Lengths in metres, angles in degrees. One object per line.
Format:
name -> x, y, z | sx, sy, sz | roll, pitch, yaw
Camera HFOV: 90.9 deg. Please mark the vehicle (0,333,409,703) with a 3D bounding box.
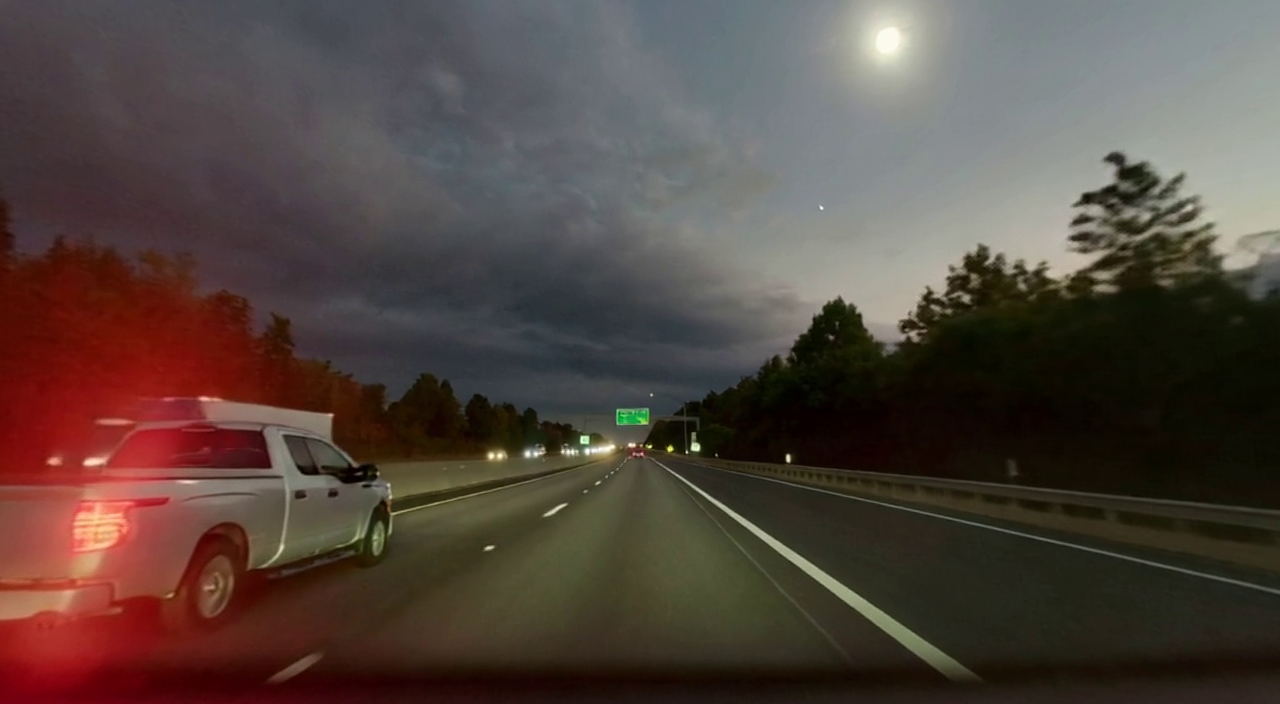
vehicle -> -3.869, 1.185, 4.771 | 2.214, 1.872, 5.179 | 0, -9, 1
